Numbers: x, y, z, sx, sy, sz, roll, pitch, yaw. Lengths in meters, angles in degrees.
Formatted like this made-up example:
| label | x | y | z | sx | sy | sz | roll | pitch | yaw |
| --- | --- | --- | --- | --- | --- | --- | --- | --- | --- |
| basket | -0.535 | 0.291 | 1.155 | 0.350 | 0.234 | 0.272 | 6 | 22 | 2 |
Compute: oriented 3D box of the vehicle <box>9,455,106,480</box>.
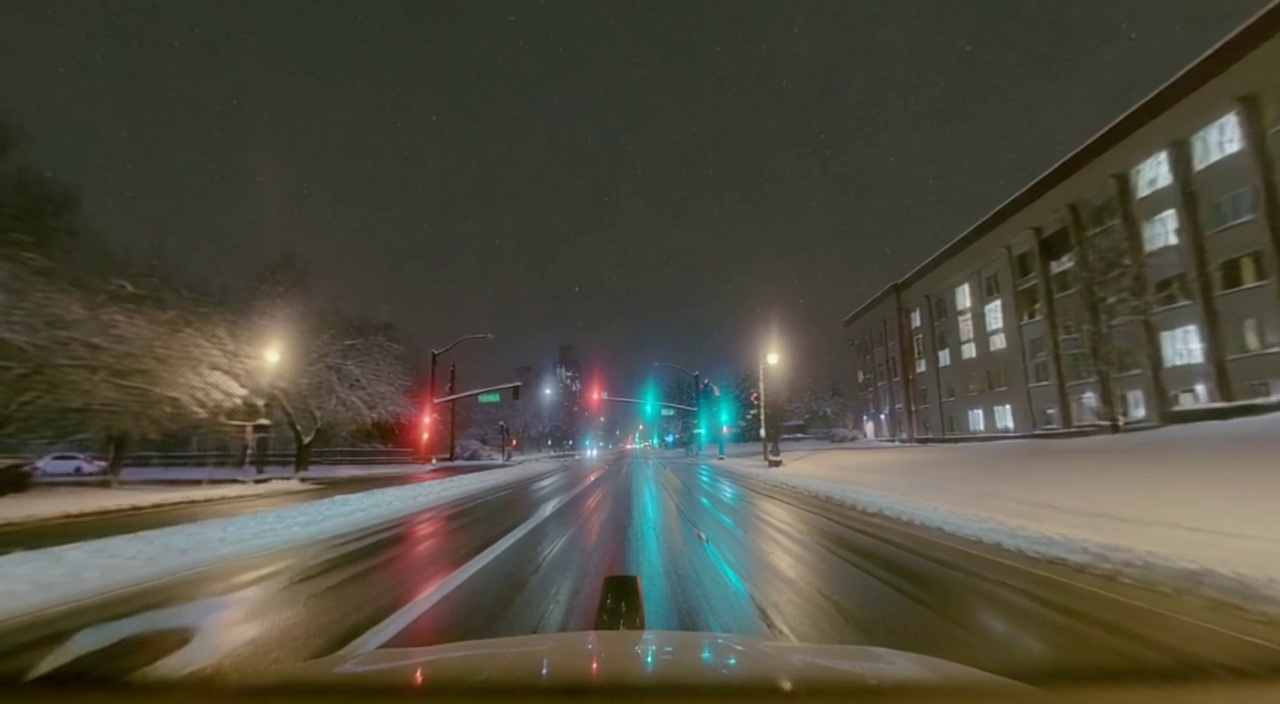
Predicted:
| label | x | y | z | sx | sy | sz | roll | pitch | yaw |
| --- | --- | --- | --- | --- | --- | --- | --- | --- | --- |
| vehicle | -37.032 | 7.320 | 40.343 | 1.807 | 1.460 | 4.600 | 0 | -9 | 0 |
